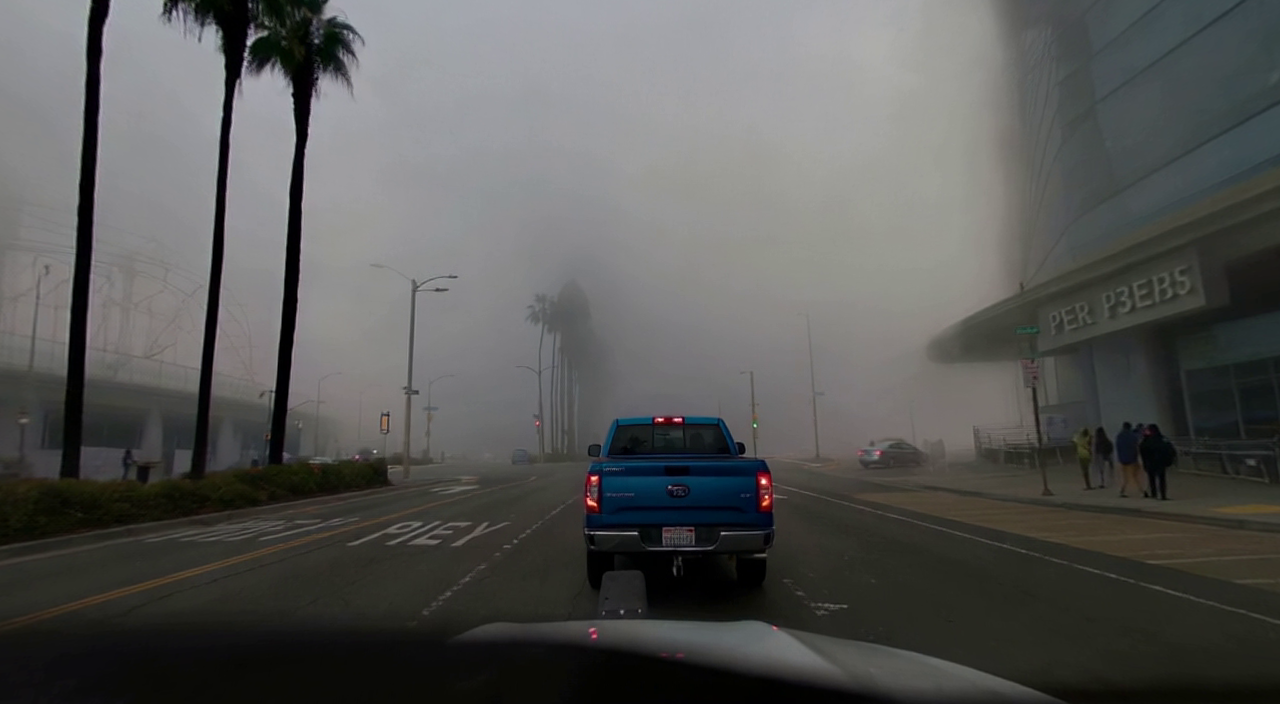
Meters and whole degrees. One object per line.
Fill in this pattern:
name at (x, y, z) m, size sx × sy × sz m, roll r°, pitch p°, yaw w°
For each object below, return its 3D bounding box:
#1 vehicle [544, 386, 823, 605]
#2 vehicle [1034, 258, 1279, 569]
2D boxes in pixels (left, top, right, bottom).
vehicle at (0.400, 1.588, 7.972) m, size 2.311 × 1.819 × 5.255 m, roll 0°, pitch -8°, yaw 1°
vehicle at (7.857, 0.843, 8.560) m, size 2.666 × 3.345 × 3.622 m, roll -3°, pitch -9°, yaw 7°
